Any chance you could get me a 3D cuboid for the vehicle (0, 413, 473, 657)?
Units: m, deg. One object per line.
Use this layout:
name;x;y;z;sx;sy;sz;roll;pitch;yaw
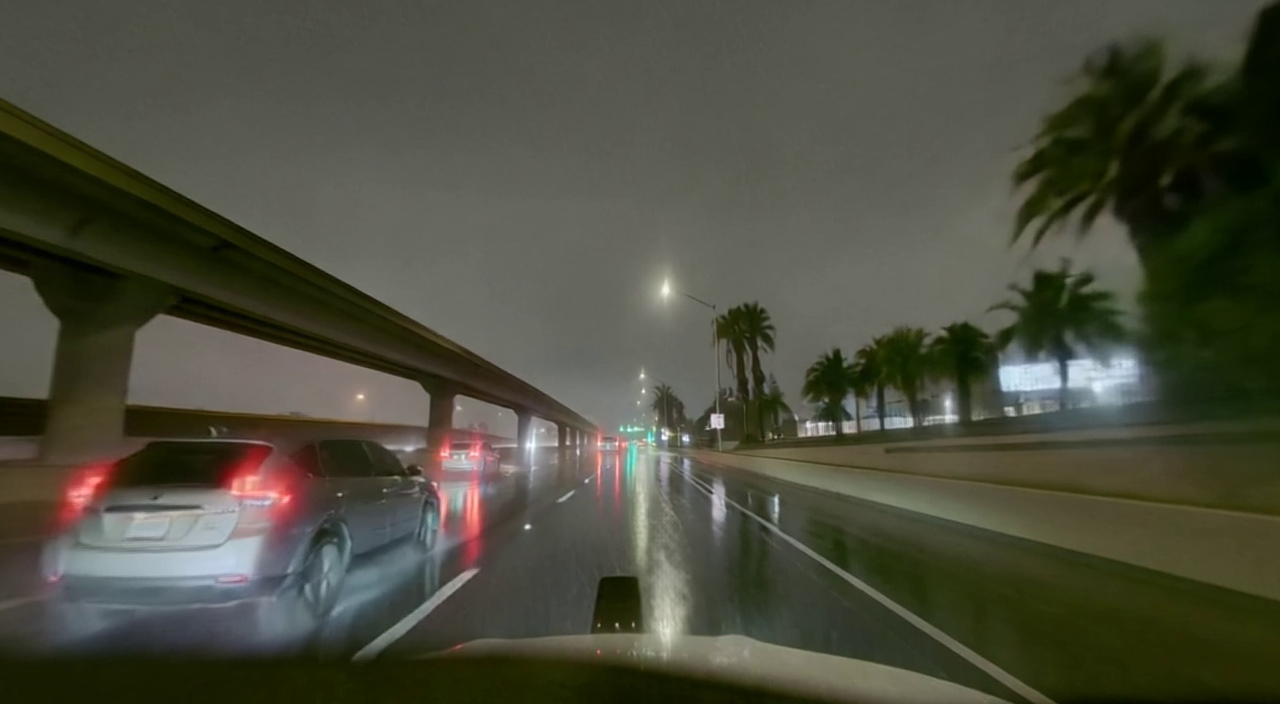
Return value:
vehicle;-3.302;1.490;6.336;1.978;1.499;4.695;0;-9;0
